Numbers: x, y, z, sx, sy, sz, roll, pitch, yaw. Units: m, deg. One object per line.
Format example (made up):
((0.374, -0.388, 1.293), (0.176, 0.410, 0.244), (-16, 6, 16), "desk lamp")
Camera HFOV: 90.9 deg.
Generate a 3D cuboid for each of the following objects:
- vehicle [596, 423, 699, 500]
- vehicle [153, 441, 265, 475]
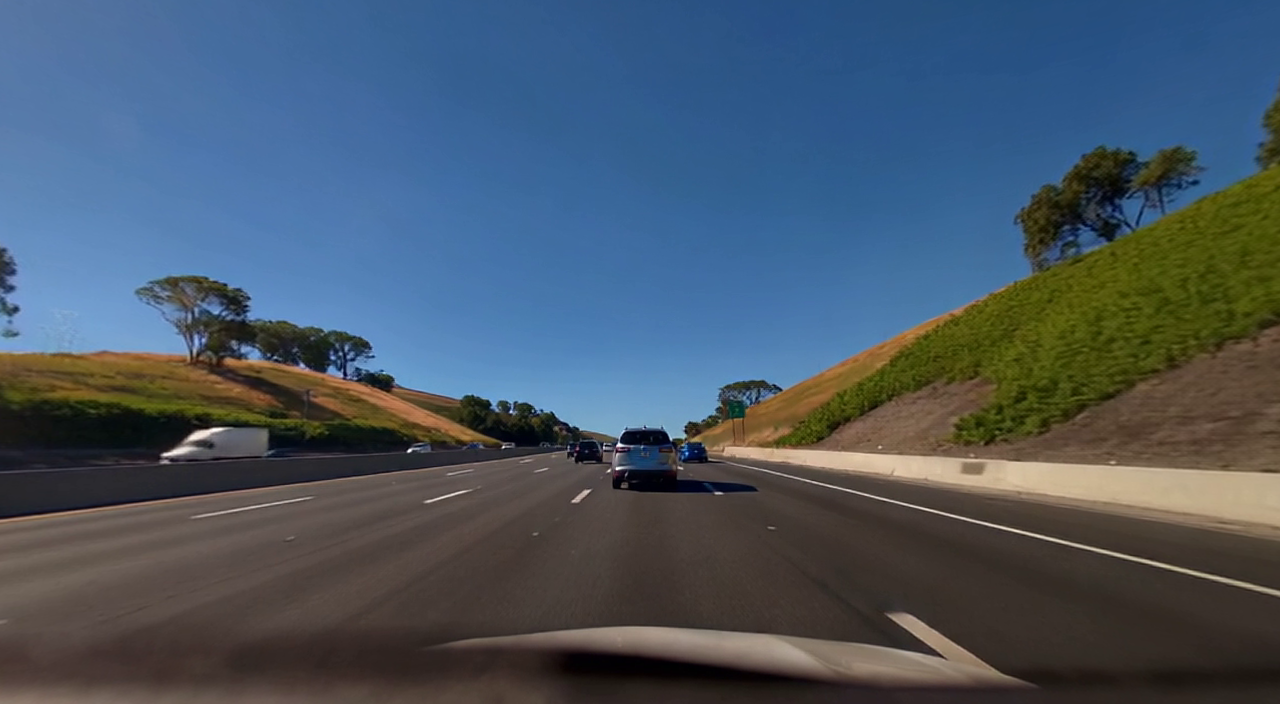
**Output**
((0.173, 2.938, 17.223), (2.447, 1.804, 4.273), (0, -9, 0), "vehicle")
((-24.236, 5.981, 35.841), (2.271, 1.728, 5.807), (0, -9, 1), "vehicle")
